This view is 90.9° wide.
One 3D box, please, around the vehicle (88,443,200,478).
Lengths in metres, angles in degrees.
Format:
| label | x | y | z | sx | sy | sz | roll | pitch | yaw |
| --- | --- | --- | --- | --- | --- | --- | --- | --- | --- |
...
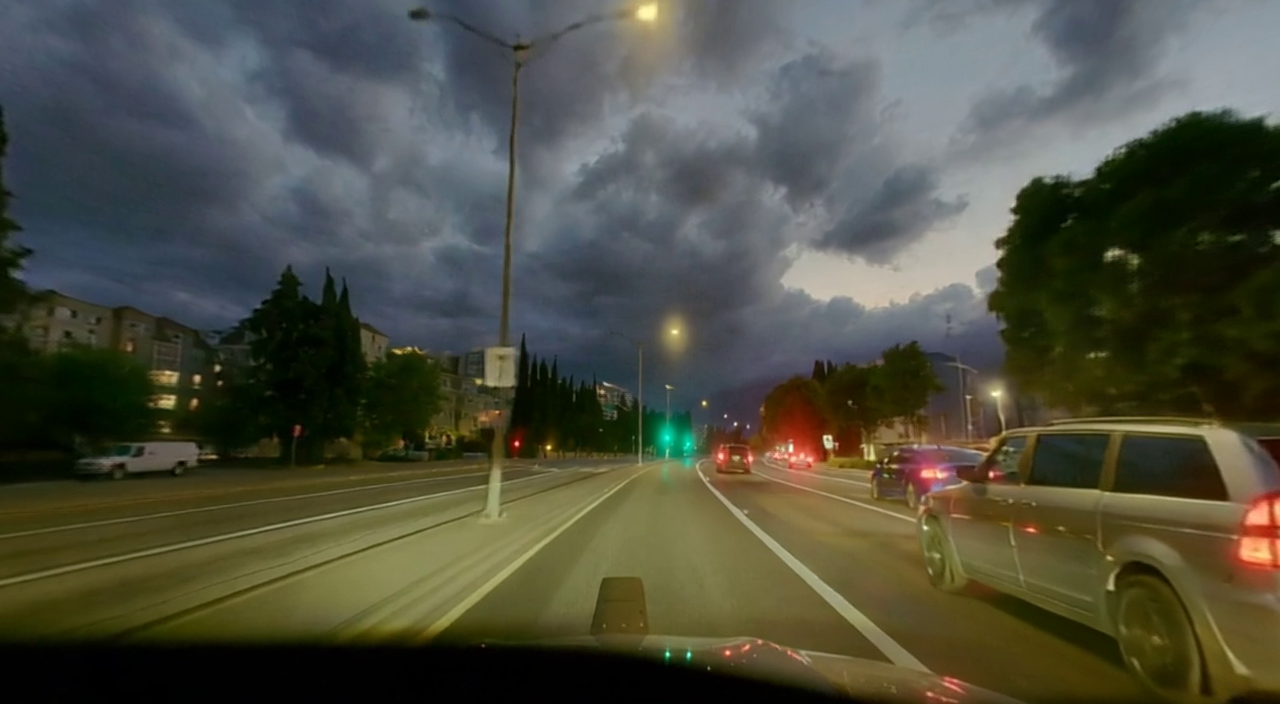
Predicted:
| label | x | y | z | sx | sy | sz | roll | pitch | yaw |
| --- | --- | --- | --- | --- | --- | --- | --- | --- | --- |
| vehicle | -26.227 | 5.723 | 33.402 | 4.378 | 1.744 | 1.981 | -1 | -9 | 6 |

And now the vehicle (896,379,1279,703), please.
| label | x | y | z | sx | sy | sz | roll | pitch | yaw |
| --- | --- | --- | --- | --- | --- | --- | --- | --- | --- |
| vehicle | 3.461 | 1.188 | 4.168 | 1.901 | 1.634 | 3.952 | 0 | -9 | 1 |

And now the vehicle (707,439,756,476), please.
| label | x | y | z | sx | sy | sz | roll | pitch | yaw |
| --- | --- | --- | --- | --- | --- | --- | --- | --- | --- |
| vehicle | 4.848 | 5.648 | 34.061 | 2.154 | 1.844 | 4.634 | 0 | -9 | 3 |

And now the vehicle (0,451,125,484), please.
| label | x | y | z | sx | sy | sz | roll | pitch | yaw |
| --- | --- | --- | --- | --- | --- | --- | --- | --- | --- |
| vehicle | -26.791 | 5.321 | 29.160 | 4.384 | 1.416 | 1.969 | -1 | -9 | 7 |
